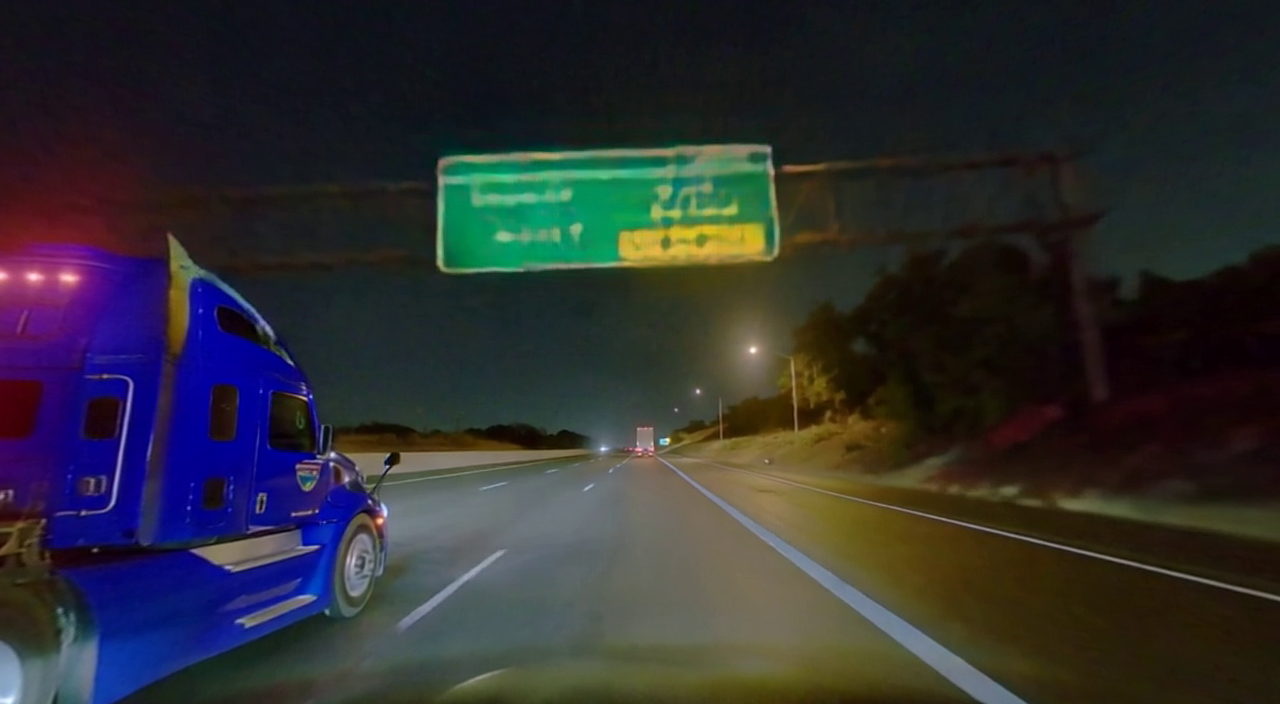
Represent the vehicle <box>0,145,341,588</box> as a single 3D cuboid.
[{"bbox_3d":[-7.226,0.370,7.304,2.996,3.947,8.600,0,-9,1],"label":"vehicle"}]
